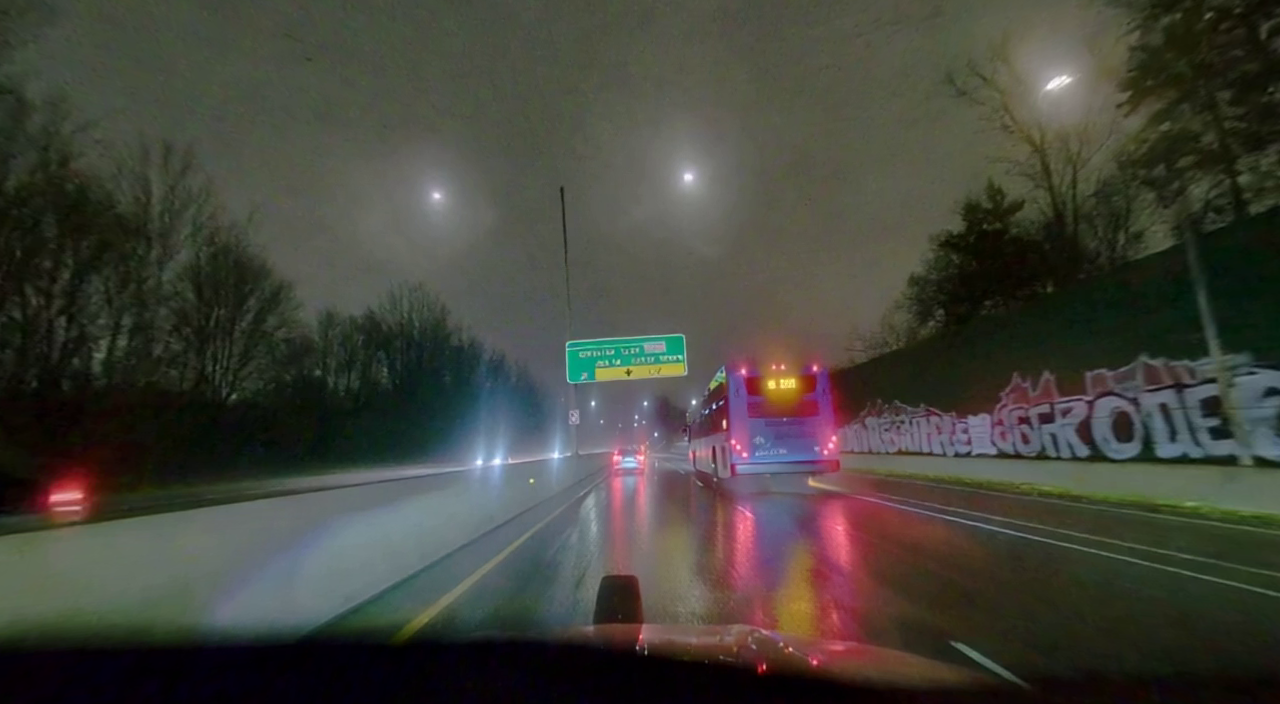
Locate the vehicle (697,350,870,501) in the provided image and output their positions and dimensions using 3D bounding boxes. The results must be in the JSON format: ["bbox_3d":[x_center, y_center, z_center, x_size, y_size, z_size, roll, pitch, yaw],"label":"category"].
[{"bbox_3d":[3.879,2.644,20.787,3.055,3.479,12.521,-1,-9,1],"label":"vehicle"}]

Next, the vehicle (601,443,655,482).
[{"bbox_3d":[-0.449,4.800,27.409,2.160,1.532,4.073,-1,-9,1],"label":"vehicle"}]
